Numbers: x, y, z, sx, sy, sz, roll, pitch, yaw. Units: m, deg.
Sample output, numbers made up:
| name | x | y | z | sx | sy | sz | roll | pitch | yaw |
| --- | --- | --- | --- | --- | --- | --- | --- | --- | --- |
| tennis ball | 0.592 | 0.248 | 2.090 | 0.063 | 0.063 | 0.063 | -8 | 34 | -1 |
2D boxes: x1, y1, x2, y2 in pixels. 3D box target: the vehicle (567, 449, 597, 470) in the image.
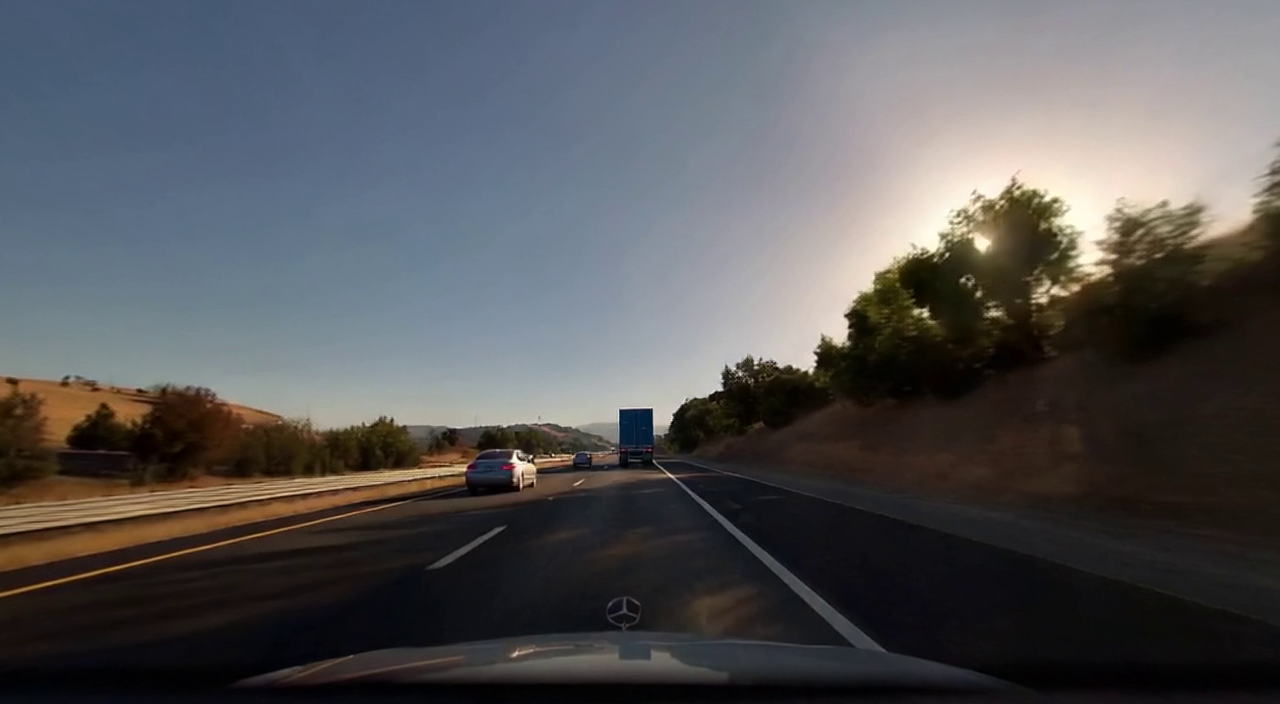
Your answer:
| name | x | y | z | sx | sy | sz | roll | pitch | yaw |
| --- | --- | --- | --- | --- | --- | --- | --- | --- | --- |
| vehicle | -4.509 | 8.367 | 49.349 | 1.978 | 1.507 | 4.062 | 0 | -9 | 0 |

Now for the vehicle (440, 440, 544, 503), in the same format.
| name | x | y | z | sx | sy | sz | roll | pitch | yaw |
| --- | --- | --- | --- | --- | --- | --- | --- | --- | --- |
| vehicle | -4.155 | 3.412 | 18.466 | 1.991 | 1.618 | 4.211 | 0 | -9 | 0 |
